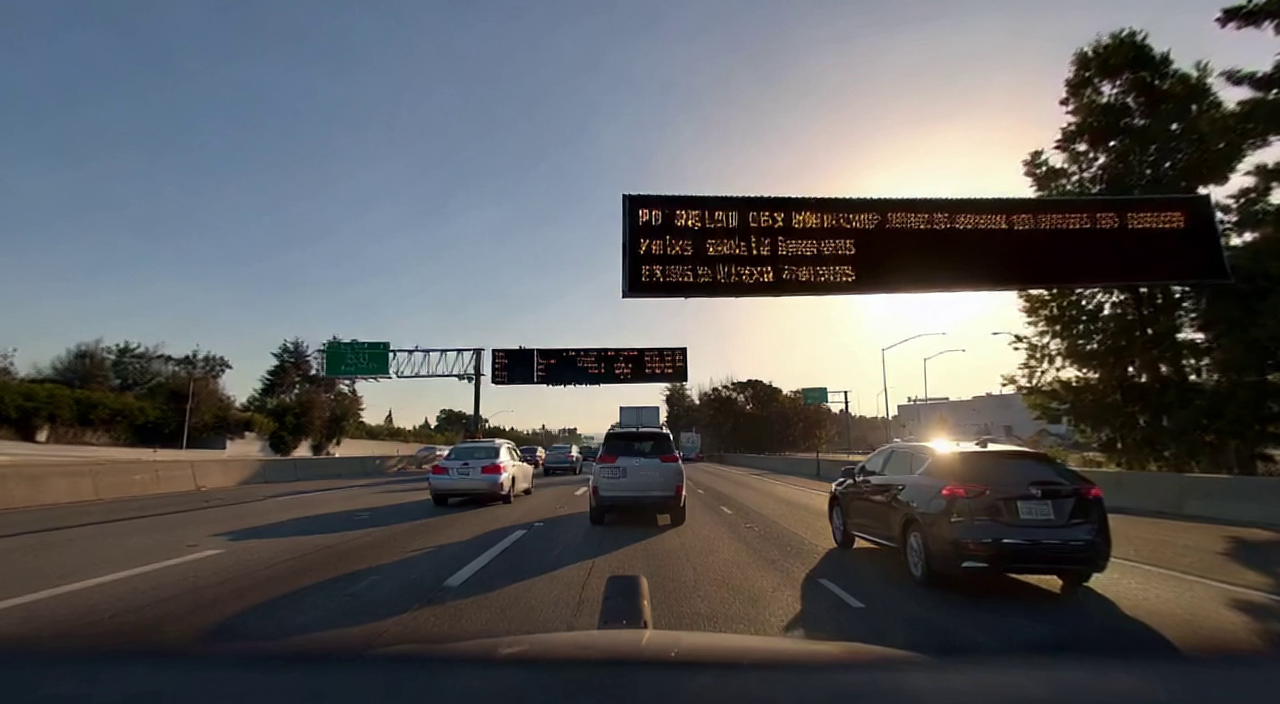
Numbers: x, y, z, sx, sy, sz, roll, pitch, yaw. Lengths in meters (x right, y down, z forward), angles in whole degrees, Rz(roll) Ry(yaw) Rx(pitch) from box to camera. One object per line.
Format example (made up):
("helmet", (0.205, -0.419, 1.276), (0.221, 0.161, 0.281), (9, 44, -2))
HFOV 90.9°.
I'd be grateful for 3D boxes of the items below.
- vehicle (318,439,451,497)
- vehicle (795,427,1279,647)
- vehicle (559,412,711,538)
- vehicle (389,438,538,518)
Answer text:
("vehicle", (-7.429, 3.410, 18.928), (2.026, 1.507, 4.536), (0, -9, 1))
("vehicle", (3.273, 1.596, 6.599), (2.018, 1.470, 4.491), (0, -9, -2))
("vehicle", (-0.080, 2.052, 11.013), (2.152, 1.779, 3.924), (0, -9, 0))
("vehicle", (-3.592, 2.642, 13.754), (2.005, 1.458, 4.143), (0, -9, 1))
